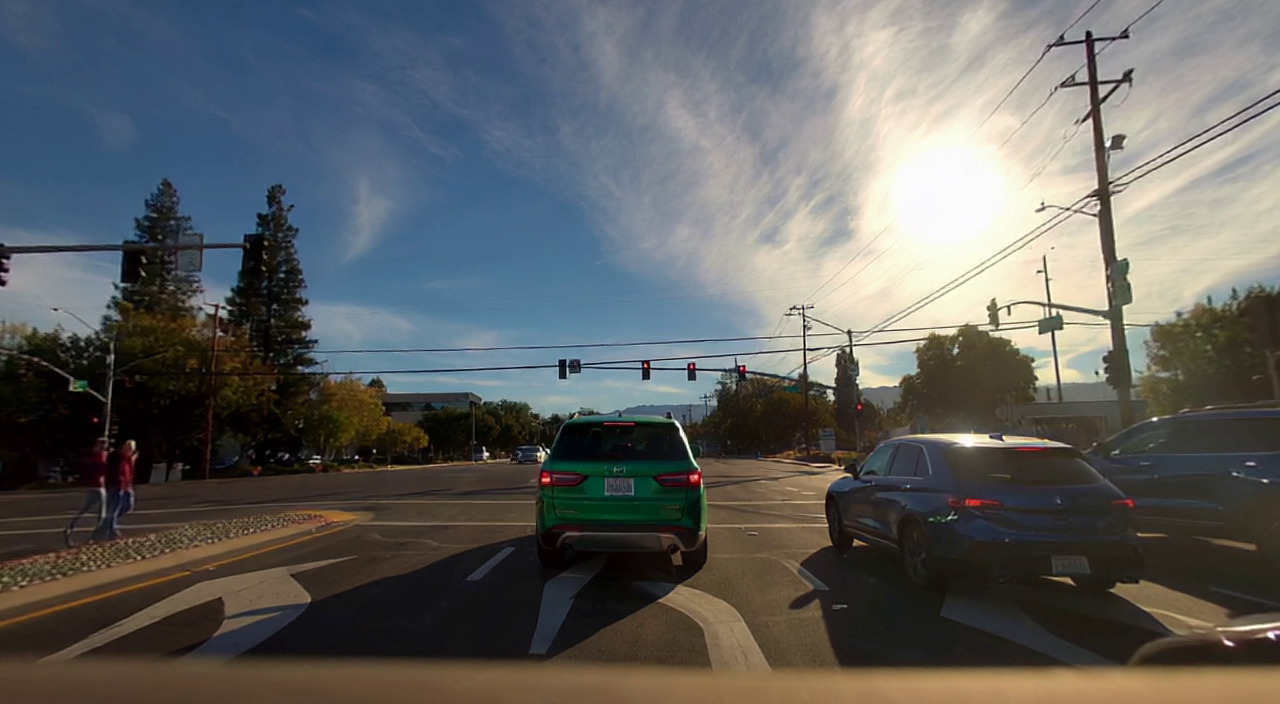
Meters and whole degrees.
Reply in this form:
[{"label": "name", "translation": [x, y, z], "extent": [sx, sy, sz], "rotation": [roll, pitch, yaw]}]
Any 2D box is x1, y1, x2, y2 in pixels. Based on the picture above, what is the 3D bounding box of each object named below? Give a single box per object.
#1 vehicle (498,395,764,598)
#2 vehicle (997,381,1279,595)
[{"label": "vehicle", "translation": [-0.109, 1.562, 7.641], "extent": [2.285, 1.729, 4.252], "rotation": [0, -9, -1]}, {"label": "vehicle", "translation": [6.581, 1.439, 7.243], "extent": [2.119, 1.827, 4.806], "rotation": [0, -9, 0]}]
